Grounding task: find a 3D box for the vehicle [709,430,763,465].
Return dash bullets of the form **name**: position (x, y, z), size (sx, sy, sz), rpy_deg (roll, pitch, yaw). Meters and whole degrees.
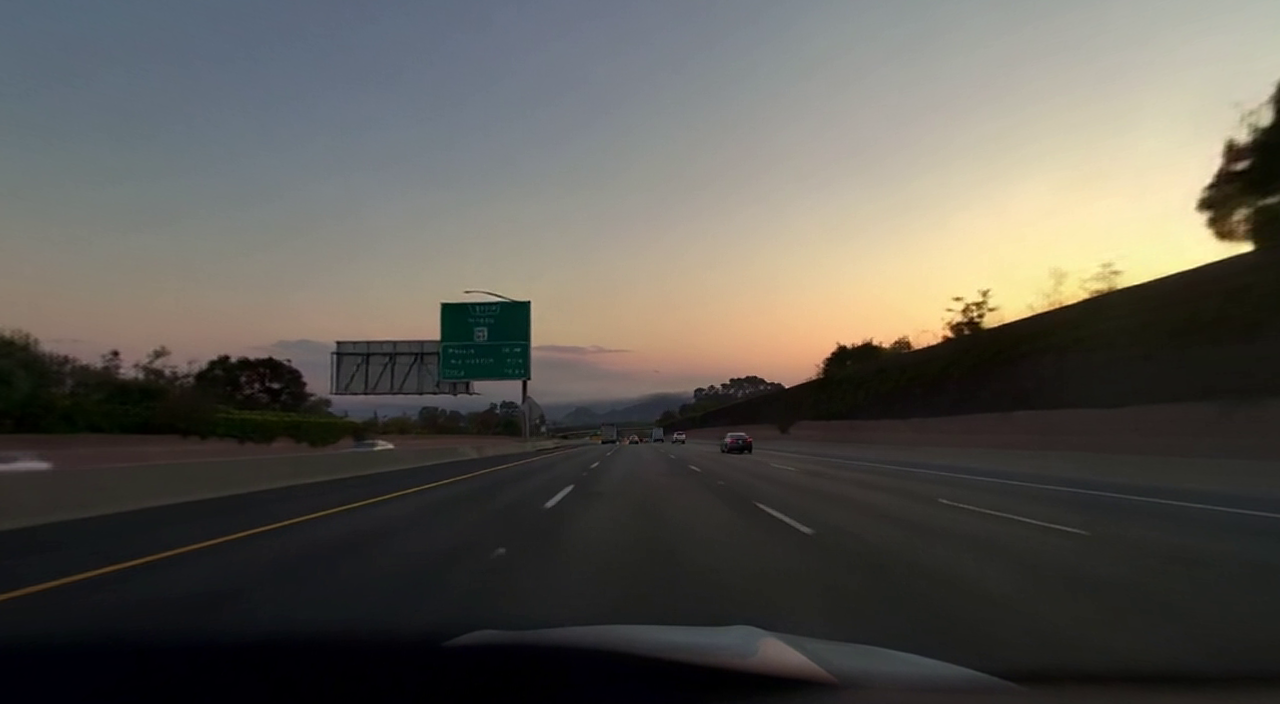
- **vehicle**: position (4.365, 4.382, 29.096), size (1.802, 1.492, 3.804), rpy_deg (0, -8, -1)
